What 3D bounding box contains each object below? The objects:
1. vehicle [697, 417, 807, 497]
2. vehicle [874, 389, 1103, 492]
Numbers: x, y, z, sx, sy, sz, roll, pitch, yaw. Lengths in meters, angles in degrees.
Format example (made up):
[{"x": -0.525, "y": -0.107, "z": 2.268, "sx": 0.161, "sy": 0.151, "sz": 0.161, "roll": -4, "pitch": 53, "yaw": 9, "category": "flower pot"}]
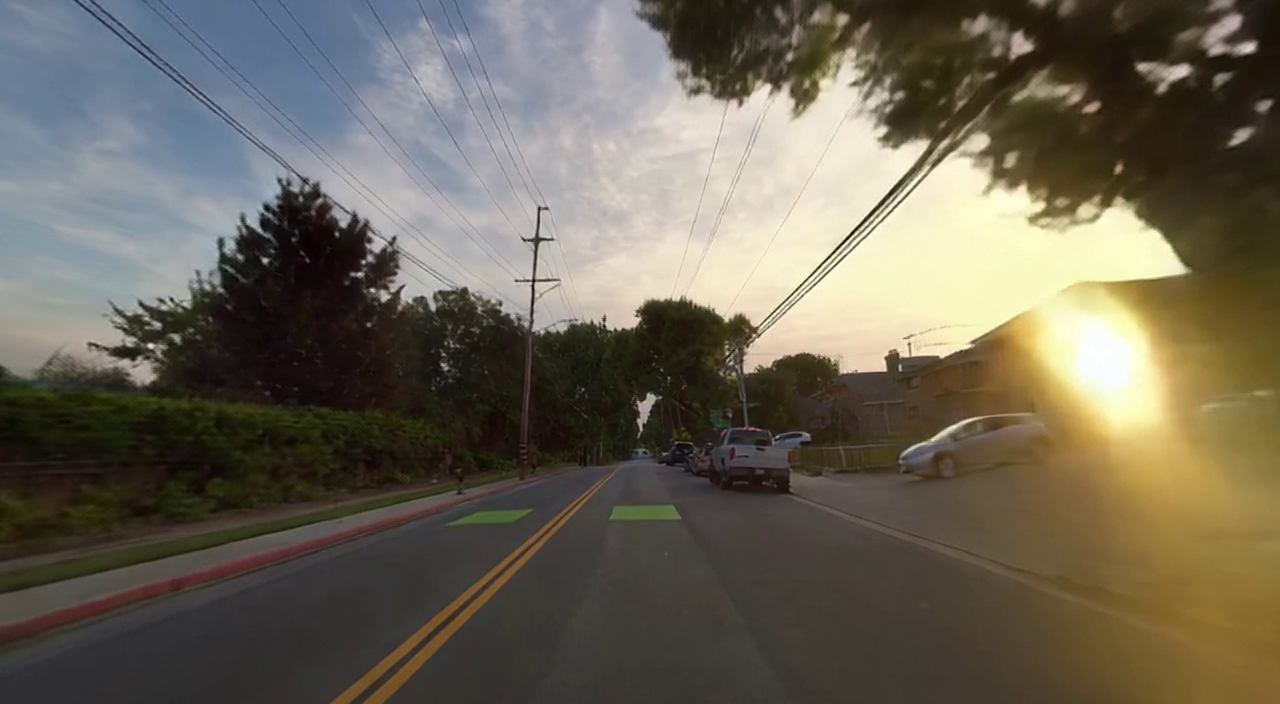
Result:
[{"x": 3.202, "y": 3.187, "z": 19.466, "sx": 2.347, "sy": 2.070, "sz": 5.735, "roll": 0, "pitch": -9, "yaw": 0, "category": "vehicle"}, {"x": 8.650, "y": 2.239, "z": 16.031, "sx": 4.418, "sy": 1.648, "sz": 2.017, "roll": -10, "pitch": -9, "yaw": -2, "category": "vehicle"}]
